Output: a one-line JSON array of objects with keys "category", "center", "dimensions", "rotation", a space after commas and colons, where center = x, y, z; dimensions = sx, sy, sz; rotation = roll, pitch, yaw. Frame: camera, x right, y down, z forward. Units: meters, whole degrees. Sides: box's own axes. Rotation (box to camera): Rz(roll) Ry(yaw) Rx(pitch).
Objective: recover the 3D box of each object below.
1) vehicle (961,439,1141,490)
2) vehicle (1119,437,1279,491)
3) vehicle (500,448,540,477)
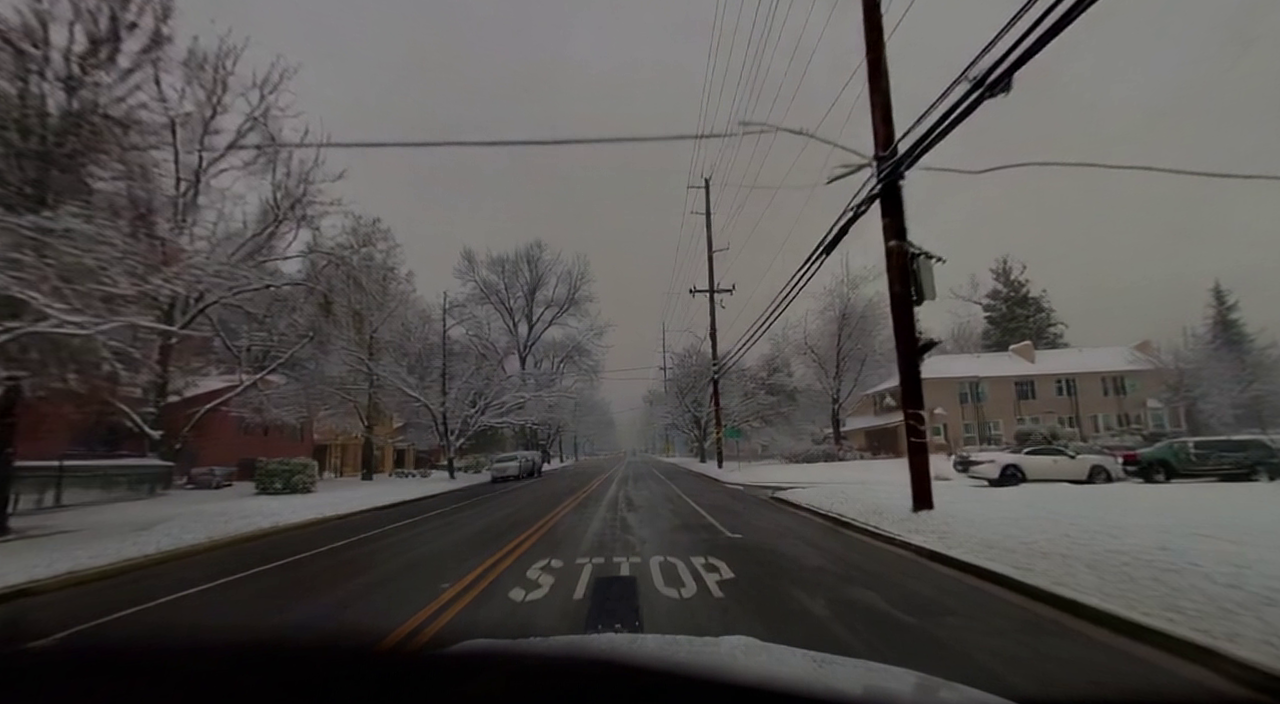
[{"category": "vehicle", "center": [13.713, 3.754, 21.308], "dimensions": [4.624, 1.420, 2.045], "rotation": [-2, -8, -3]}, {"category": "vehicle", "center": [19.110, 3.716, 21.233], "dimensions": [4.362, 1.480, 1.903], "rotation": [-3, -7, 0]}, {"category": "vehicle", "center": [-8.223, 7.566, 43.575], "dimensions": [2.002, 1.747, 4.466], "rotation": [-1, -8, -1]}]
